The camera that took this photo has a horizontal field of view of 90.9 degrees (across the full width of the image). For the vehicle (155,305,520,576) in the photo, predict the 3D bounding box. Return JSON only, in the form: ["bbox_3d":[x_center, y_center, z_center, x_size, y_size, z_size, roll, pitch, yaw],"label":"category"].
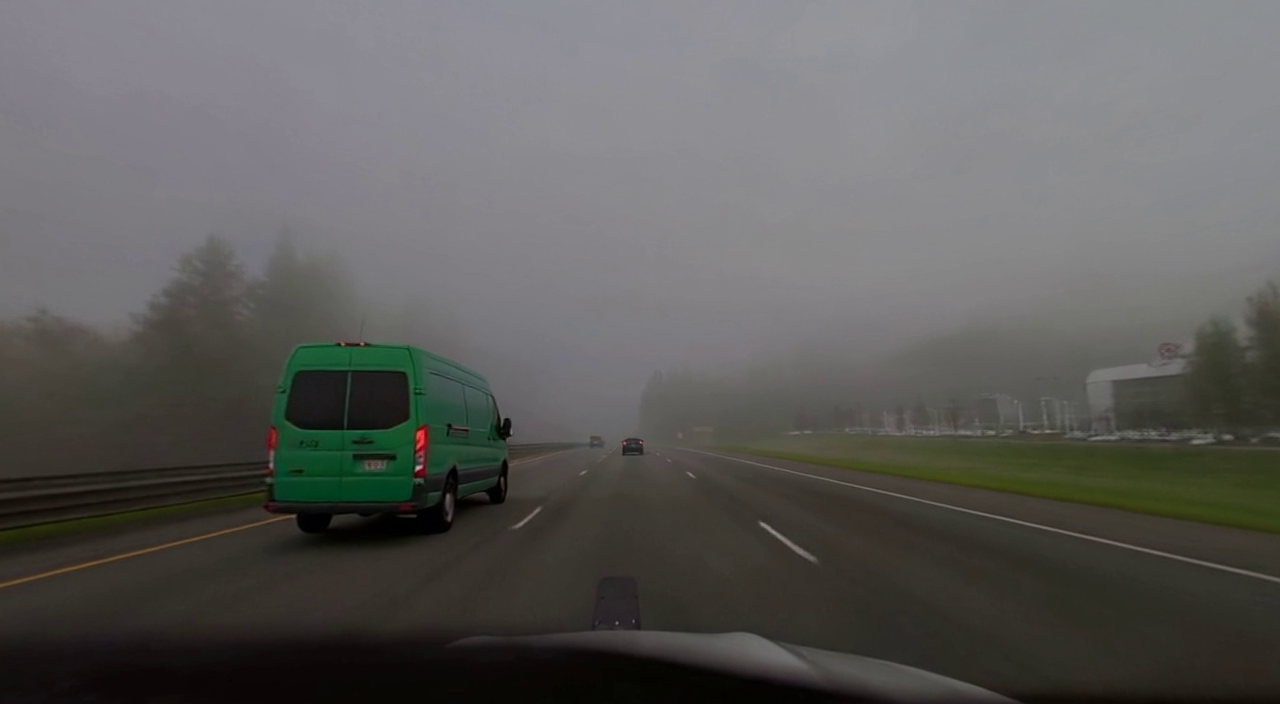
[{"bbox_3d":[-3.408,1.204,8.966,2.424,2.577,5.828,0,-8,-2],"label":"vehicle"}]

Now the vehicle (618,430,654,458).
[{"bbox_3d":[-0.272,5.779,39.631,2.104,1.646,4.176,0,-8,-1],"label":"vehicle"}]
